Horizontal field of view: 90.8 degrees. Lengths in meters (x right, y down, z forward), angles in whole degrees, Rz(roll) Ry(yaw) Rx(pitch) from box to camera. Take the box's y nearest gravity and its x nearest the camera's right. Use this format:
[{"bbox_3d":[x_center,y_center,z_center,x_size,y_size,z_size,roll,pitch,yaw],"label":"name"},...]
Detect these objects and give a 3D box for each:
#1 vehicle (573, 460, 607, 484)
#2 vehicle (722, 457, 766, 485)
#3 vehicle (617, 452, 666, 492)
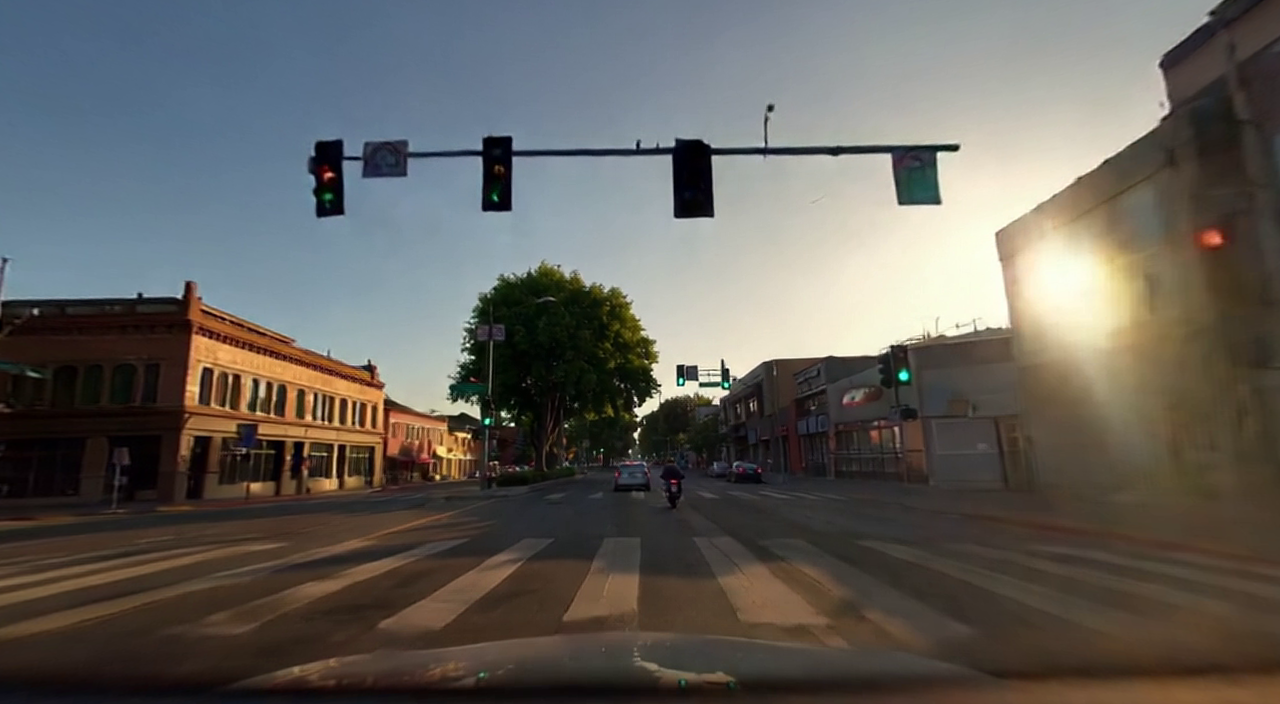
[{"bbox_3d":[-3.328,8.045,42.591,2.014,1.470,4.552,0,-9,-1],"label":"vehicle"},{"bbox_3d":[6.729,7.691,41.119,2.069,1.590,4.066,0,-9,-1],"label":"vehicle"},{"bbox_3d":[-0.004,5.797,30.944,2.223,1.775,4.250,0,-9,-1],"label":"vehicle"}]
